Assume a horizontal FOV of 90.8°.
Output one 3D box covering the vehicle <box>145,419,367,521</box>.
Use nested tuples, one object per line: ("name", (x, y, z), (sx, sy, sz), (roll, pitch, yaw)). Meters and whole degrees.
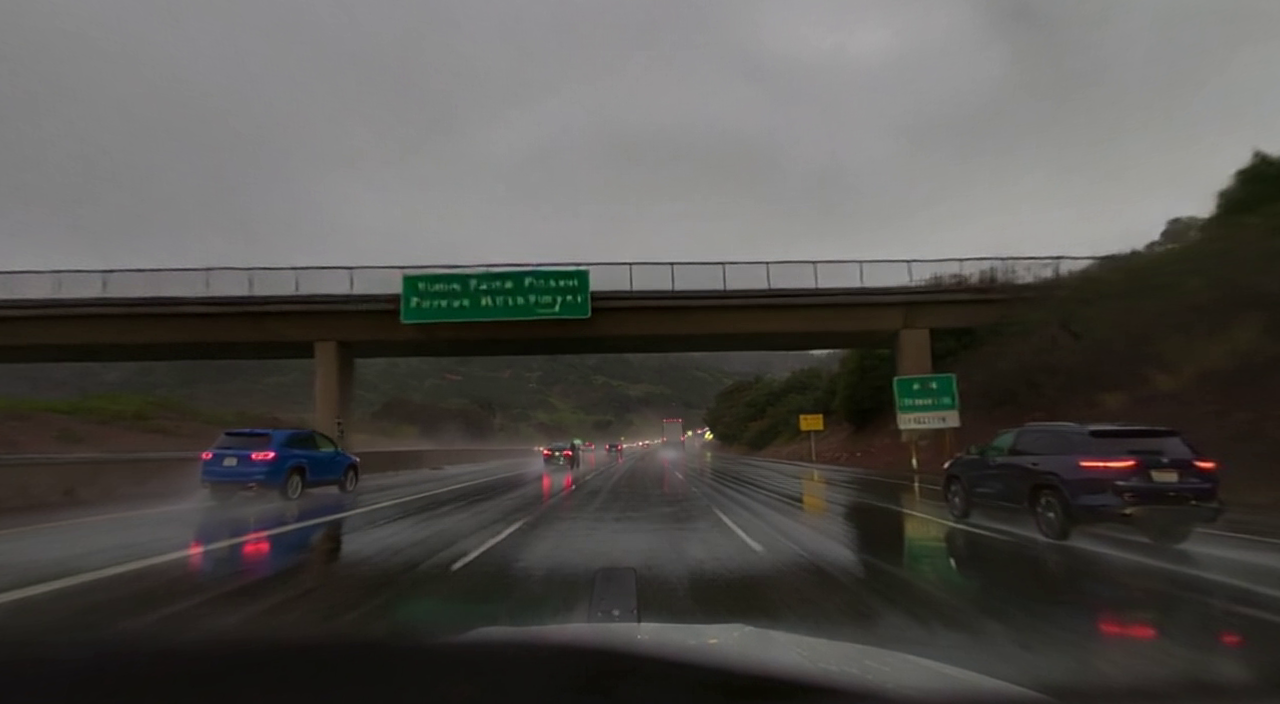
("vehicle", (-7.415, 2.319, 12.838), (1.860, 1.694, 4.173), (0, -9, 0))

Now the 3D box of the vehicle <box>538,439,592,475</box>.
("vehicle", (-3.384, 4.820, 29.266), (1.925, 1.509, 4.363), (0, -9, 1))

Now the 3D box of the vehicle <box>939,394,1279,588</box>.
("vehicle", (5.871, 1.588, 7.982), (1.950, 1.719, 4.545), (0, -9, 0))
